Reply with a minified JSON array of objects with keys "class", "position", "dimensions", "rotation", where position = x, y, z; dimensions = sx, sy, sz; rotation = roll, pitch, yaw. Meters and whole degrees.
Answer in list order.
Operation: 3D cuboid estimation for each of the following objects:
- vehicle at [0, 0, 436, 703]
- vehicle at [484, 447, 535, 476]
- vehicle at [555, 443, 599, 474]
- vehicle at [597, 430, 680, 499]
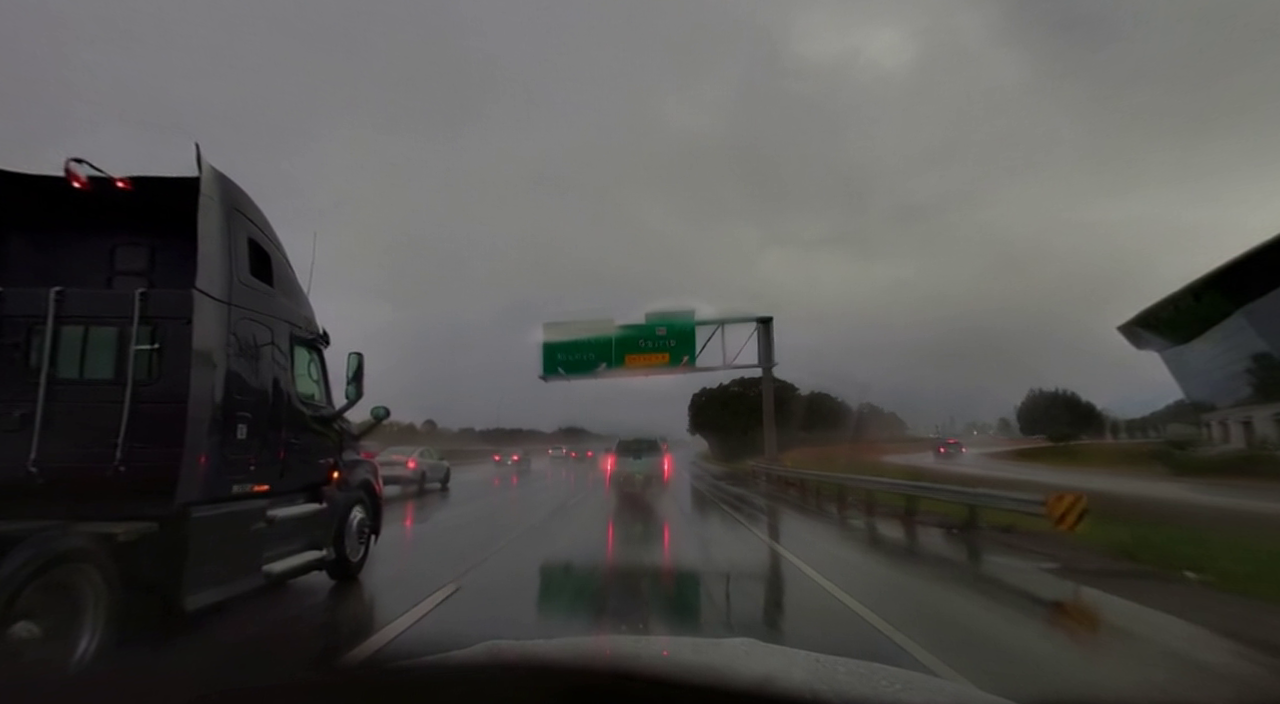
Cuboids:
[{"class":"vehicle","position":[-3.828,-0.430,2.326],"dimensions":[2.990,3.885,8.540],"rotation":[0,-9,2]},{"class":"vehicle","position":[-7.124,6.019,34.861],"dimensions":[1.869,1.466,4.217],"rotation":[0,-9,1]},{"class":"vehicle","position":[-3.482,5.976,35.544],"dimensions":[1.952,1.649,4.131],"rotation":[0,-9,1]},{"class":"vehicle","position":[-0.014,3.227,18.376],"dimensions":[2.152,1.779,3.924],"rotation":[0,-9,1]}]
